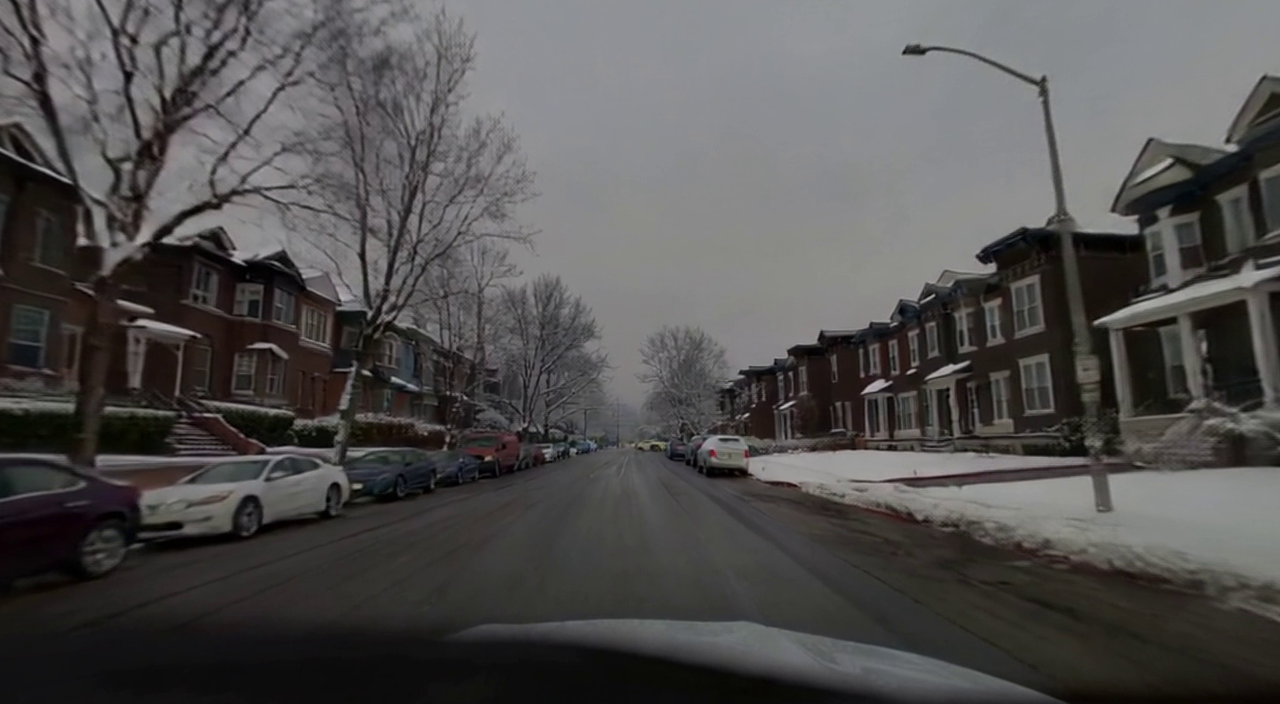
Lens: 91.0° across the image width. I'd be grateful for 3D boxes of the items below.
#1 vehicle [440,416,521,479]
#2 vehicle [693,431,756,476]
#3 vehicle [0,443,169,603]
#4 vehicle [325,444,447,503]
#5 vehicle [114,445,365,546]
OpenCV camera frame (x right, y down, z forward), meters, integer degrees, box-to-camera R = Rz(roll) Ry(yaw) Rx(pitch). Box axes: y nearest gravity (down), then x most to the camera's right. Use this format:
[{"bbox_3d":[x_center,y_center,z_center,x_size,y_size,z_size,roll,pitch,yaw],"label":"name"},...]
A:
[{"bbox_3d":[-7.505,4.655,30.339,2.341,2.674,5.753,-1,-10,0],"label":"vehicle"},{"bbox_3d":[3.946,4.866,30.383,2.216,1.955,4.970,0,-8,-1],"label":"vehicle"},{"bbox_3d":[-7.083,1.614,5.762,2.003,1.501,4.779,-1,-9,-3],"label":"vehicle"},{"bbox_3d":[-7.249,3.495,18.457,1.832,1.483,4.140,-1,-9,0],"label":"vehicle"},{"bbox_3d":[-7.112,2.536,11.904,1.845,1.475,4.495,-1,-9,-1],"label":"vehicle"}]
